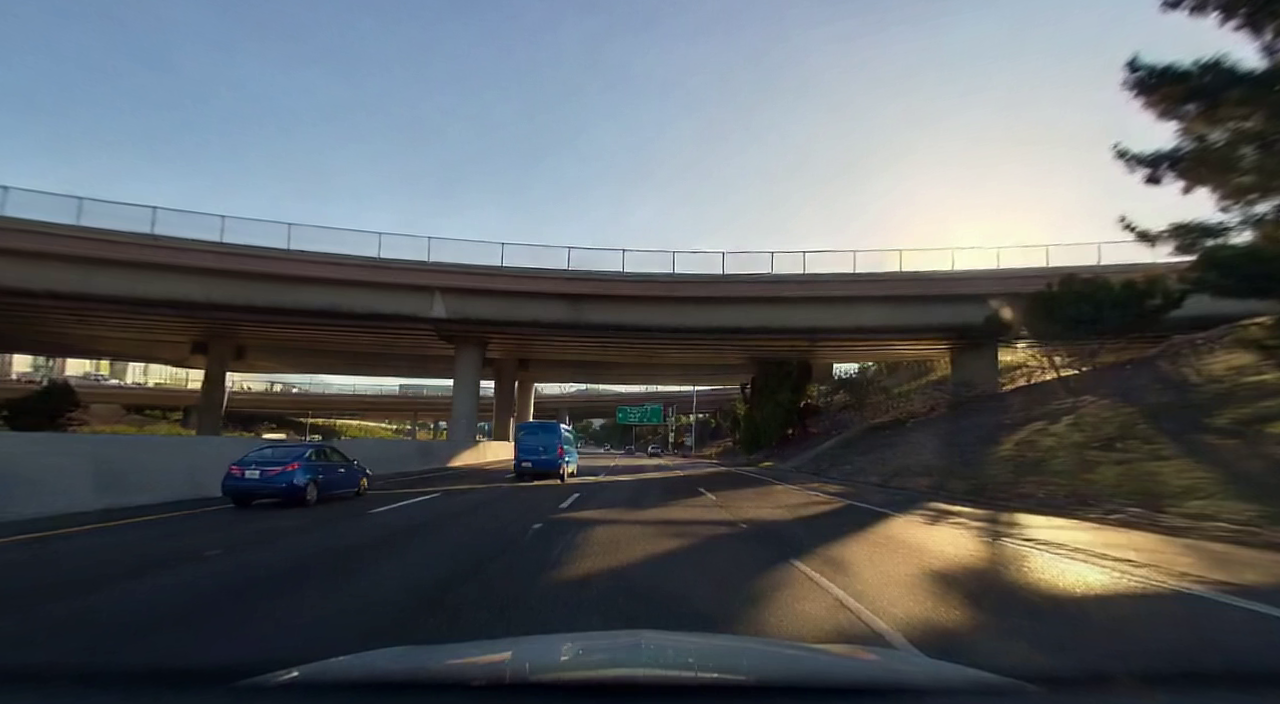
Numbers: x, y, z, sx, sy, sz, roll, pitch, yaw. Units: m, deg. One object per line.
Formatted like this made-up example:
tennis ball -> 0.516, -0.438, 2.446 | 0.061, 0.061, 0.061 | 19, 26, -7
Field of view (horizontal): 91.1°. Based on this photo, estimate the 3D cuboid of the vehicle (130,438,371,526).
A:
vehicle -> -7.778, 2.611, 13.284 | 1.987, 1.490, 4.781 | 0, -9, 1

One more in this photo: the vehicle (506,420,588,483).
vehicle -> -3.569, 3.964, 25.259 | 2.372, 2.248, 5.393 | 0, -9, 1
